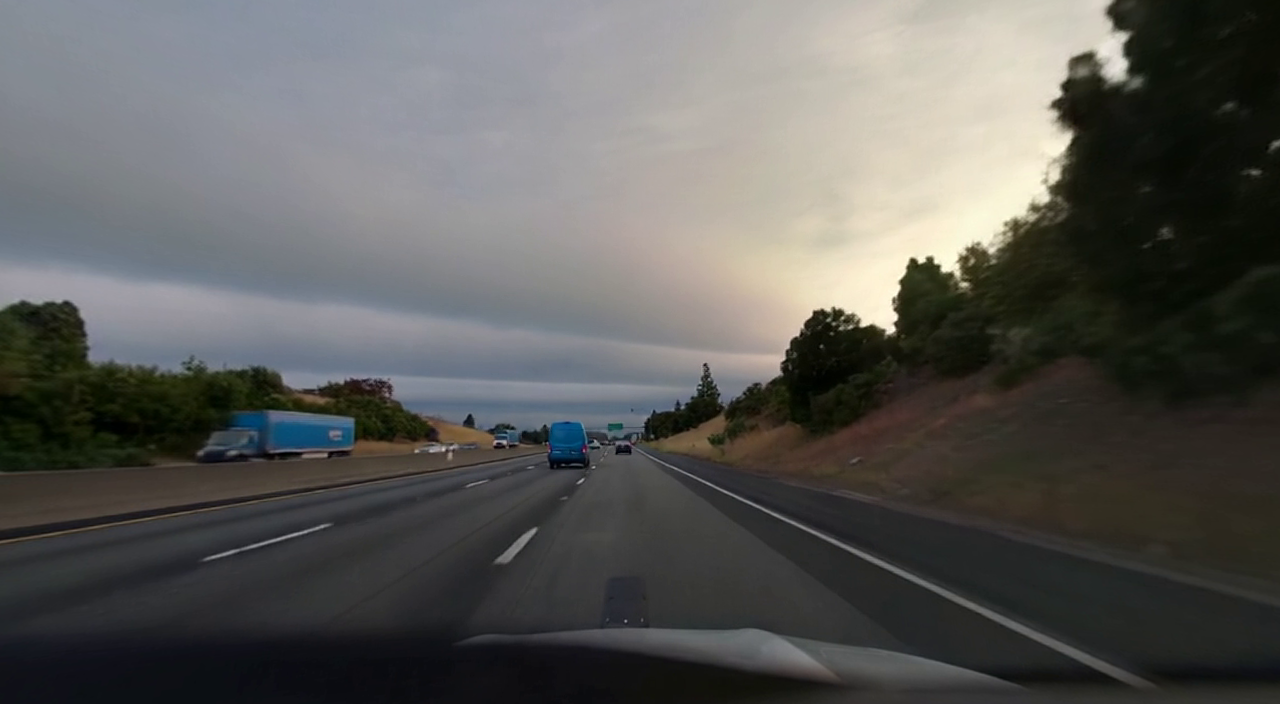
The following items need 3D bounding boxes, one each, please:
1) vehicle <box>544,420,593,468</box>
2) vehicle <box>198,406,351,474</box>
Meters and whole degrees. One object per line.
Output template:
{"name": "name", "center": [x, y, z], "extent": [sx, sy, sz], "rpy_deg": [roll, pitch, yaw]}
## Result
{"name": "vehicle", "center": [-4.016, 5.262, 36.066], "extent": [2.329, 2.483, 5.428], "rpy_deg": [0, -8, -2]}
{"name": "vehicle", "center": [-24.509, 6.174, 43.683], "extent": [2.889, 3.936, 14.025], "rpy_deg": [0, -8, -3]}
